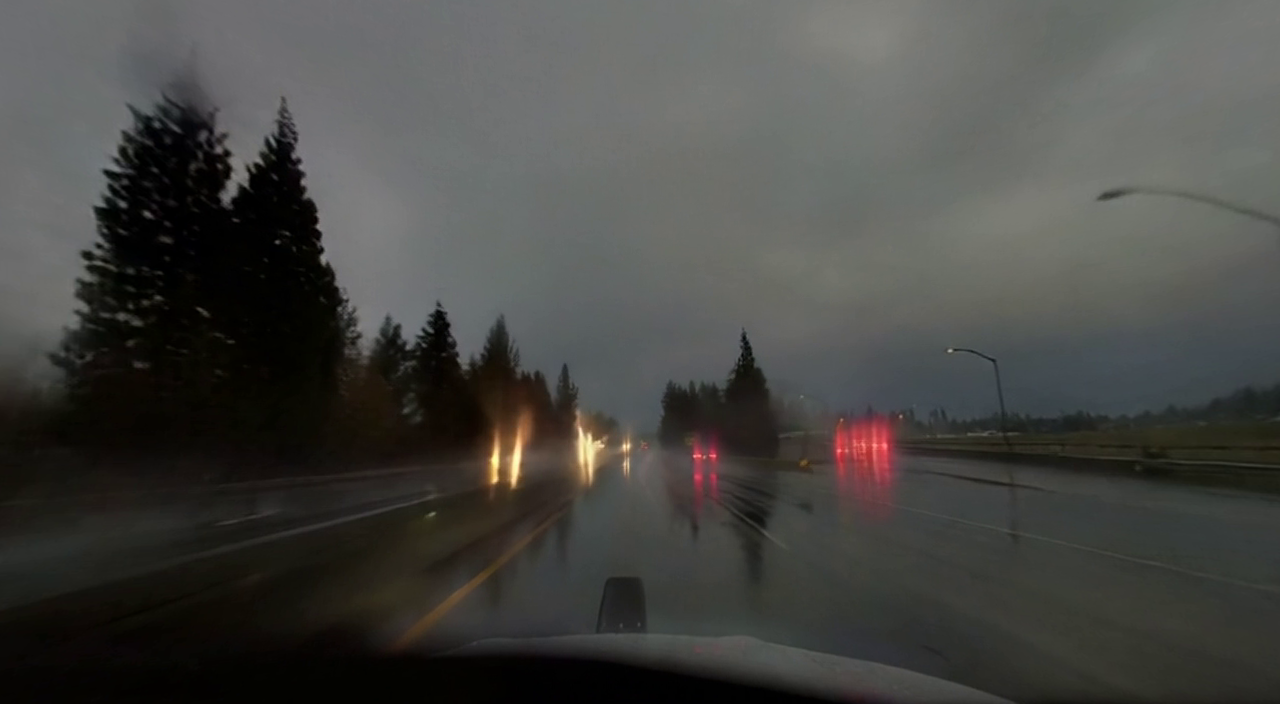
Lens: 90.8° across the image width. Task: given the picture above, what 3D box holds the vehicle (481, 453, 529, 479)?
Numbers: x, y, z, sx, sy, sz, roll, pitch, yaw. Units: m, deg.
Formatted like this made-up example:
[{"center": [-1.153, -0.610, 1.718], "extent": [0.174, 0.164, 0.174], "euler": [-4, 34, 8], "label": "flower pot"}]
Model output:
[{"center": [-8.623, 7.297, 40.614], "extent": [2.067, 1.551, 4.326], "euler": [0, -9, 1], "label": "vehicle"}]

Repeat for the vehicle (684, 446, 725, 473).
[{"center": [3.934, 6.634, 39.135], "extent": [2.013, 1.584, 3.995], "euler": [0, -9, -1], "label": "vehicle"}]
